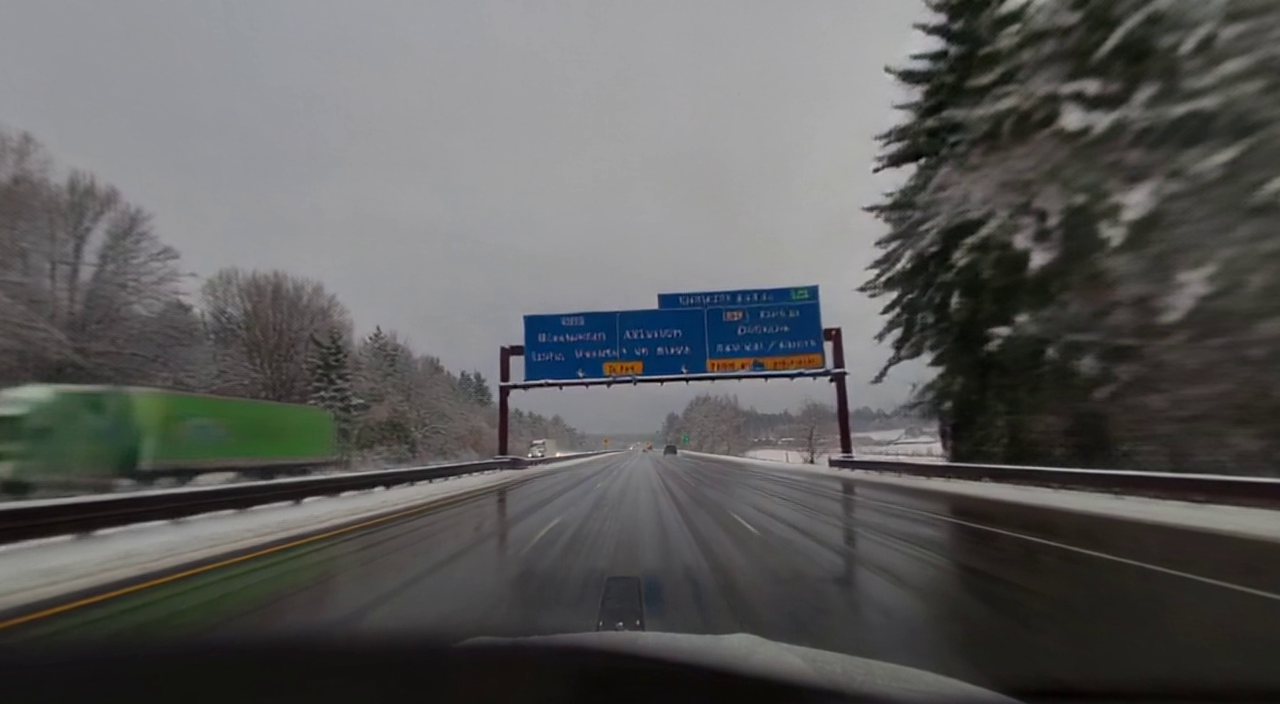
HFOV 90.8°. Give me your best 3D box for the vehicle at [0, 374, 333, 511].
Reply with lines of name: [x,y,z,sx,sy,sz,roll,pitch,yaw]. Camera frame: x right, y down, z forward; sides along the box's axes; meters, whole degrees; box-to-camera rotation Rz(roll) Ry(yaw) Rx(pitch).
vehicle: [-19.136,4.055,27.863,2.880,4.226,16.398,0,-9,0]
